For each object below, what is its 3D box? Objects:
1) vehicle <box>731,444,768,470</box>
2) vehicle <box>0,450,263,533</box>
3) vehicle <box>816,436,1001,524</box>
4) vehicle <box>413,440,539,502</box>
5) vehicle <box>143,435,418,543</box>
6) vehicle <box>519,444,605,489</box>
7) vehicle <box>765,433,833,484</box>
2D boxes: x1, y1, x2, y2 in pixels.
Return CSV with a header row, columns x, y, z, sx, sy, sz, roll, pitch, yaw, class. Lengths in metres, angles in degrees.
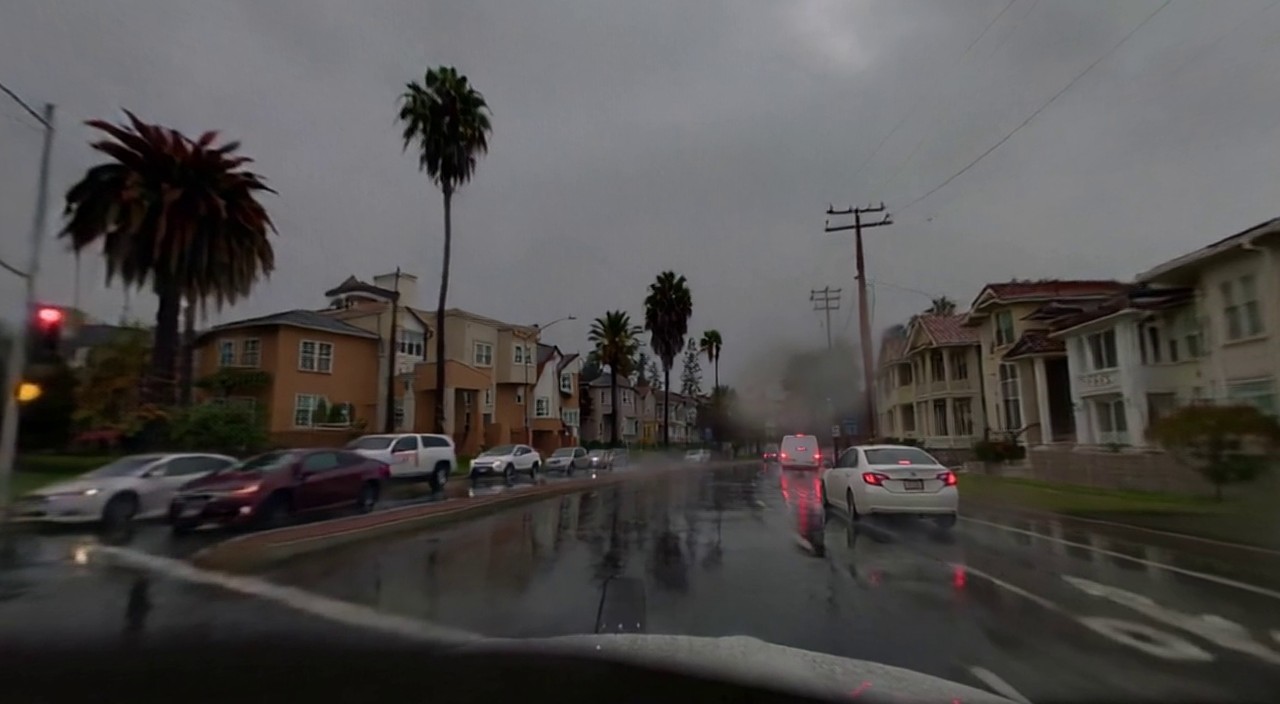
x,y,z,sx,sy,sz,roll,pitch,yaw,class
7.154,6.816,40.997,1.923,1.576,4.026,-3,-9,16,vehicle
-9.923,2.661,12.664,1.891,1.358,3.828,-2,-9,12,vehicle
5.453,2.643,13.654,2.096,1.552,4.519,0,-9,2,vehicle
-4.655,3.411,18.625,1.852,1.498,4.238,-5,-9,12,vehicle
-6.368,2.397,12.028,1.959,1.515,4.668,-2,-7,10,vehicle
-3.178,4.780,26.745,2.081,1.453,4.698,-4,-7,12,vehicle
6.727,4.563,27.224,2.109,2.002,4.424,-1,-9,5,vehicle
